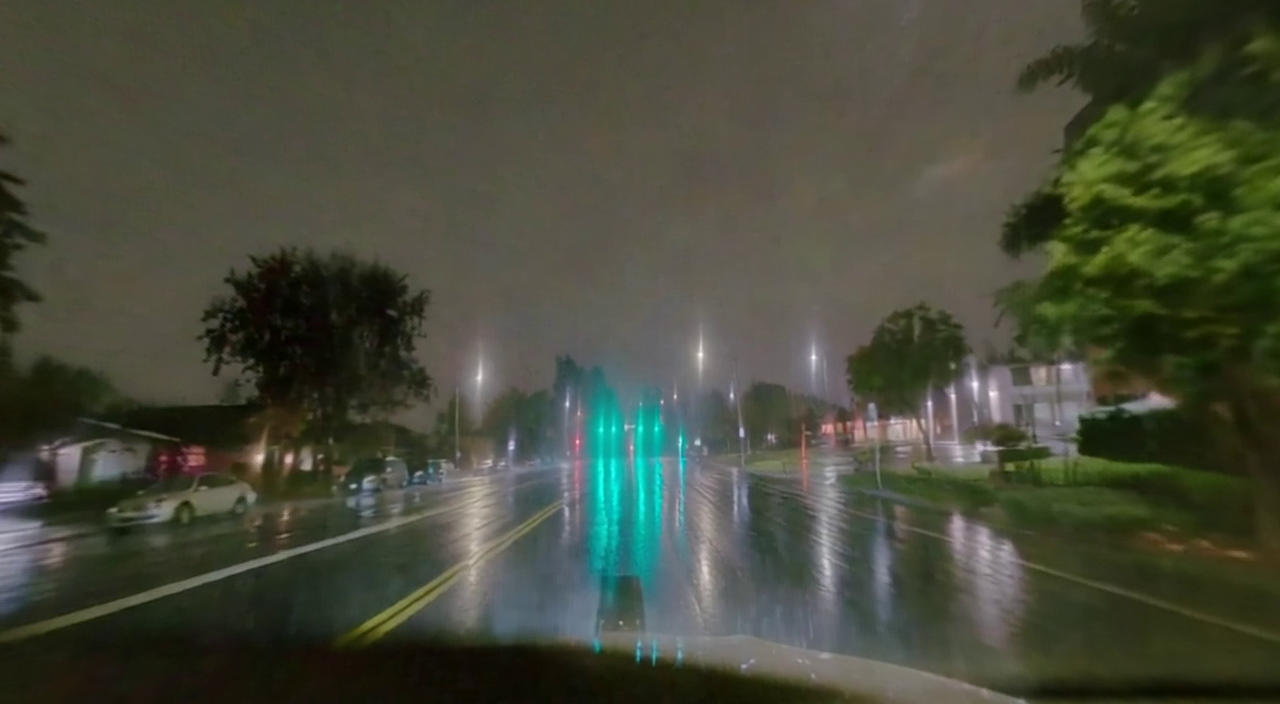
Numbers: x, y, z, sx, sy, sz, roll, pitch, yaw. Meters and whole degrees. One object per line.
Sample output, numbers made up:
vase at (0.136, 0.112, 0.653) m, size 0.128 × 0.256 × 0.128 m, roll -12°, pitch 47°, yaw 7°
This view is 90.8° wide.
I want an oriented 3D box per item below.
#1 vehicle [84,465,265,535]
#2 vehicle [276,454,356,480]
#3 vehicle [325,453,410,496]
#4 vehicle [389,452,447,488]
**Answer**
vehicle at (-12.825, 4.049, 17.828) m, size 1.833 × 1.464 × 4.292 m, roll -4°, pitch -8°, yaw 1°
vehicle at (-21.581, 7.684, 42.196) m, size 4.284 × 1.621 × 1.938 m, roll 0°, pitch -9°, yaw 1°
vehicle at (-12.814, 5.748, 30.072) m, size 1.882 × 1.775 × 4.904 m, roll 0°, pitch -9°, yaw 0°
vehicle at (-12.530, 6.660, 35.878) m, size 1.882 × 1.727 × 3.945 m, roll -3°, pitch -8°, yaw 1°
